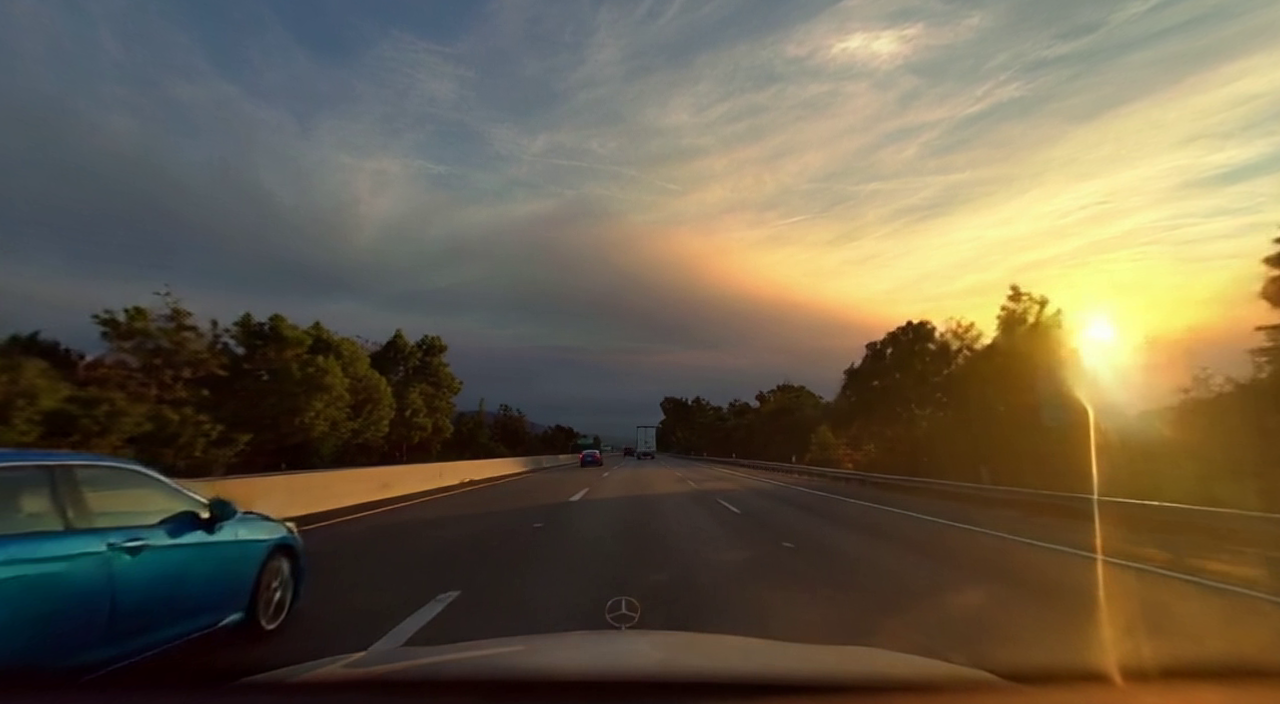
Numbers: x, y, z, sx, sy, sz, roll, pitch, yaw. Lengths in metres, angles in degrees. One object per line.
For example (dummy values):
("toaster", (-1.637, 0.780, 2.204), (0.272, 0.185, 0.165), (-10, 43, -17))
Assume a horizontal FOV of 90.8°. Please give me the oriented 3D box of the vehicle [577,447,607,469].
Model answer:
("vehicle", (-3.577, 7.954, 47.273), (2.018, 1.548, 3.849), (0, -9, -1))
